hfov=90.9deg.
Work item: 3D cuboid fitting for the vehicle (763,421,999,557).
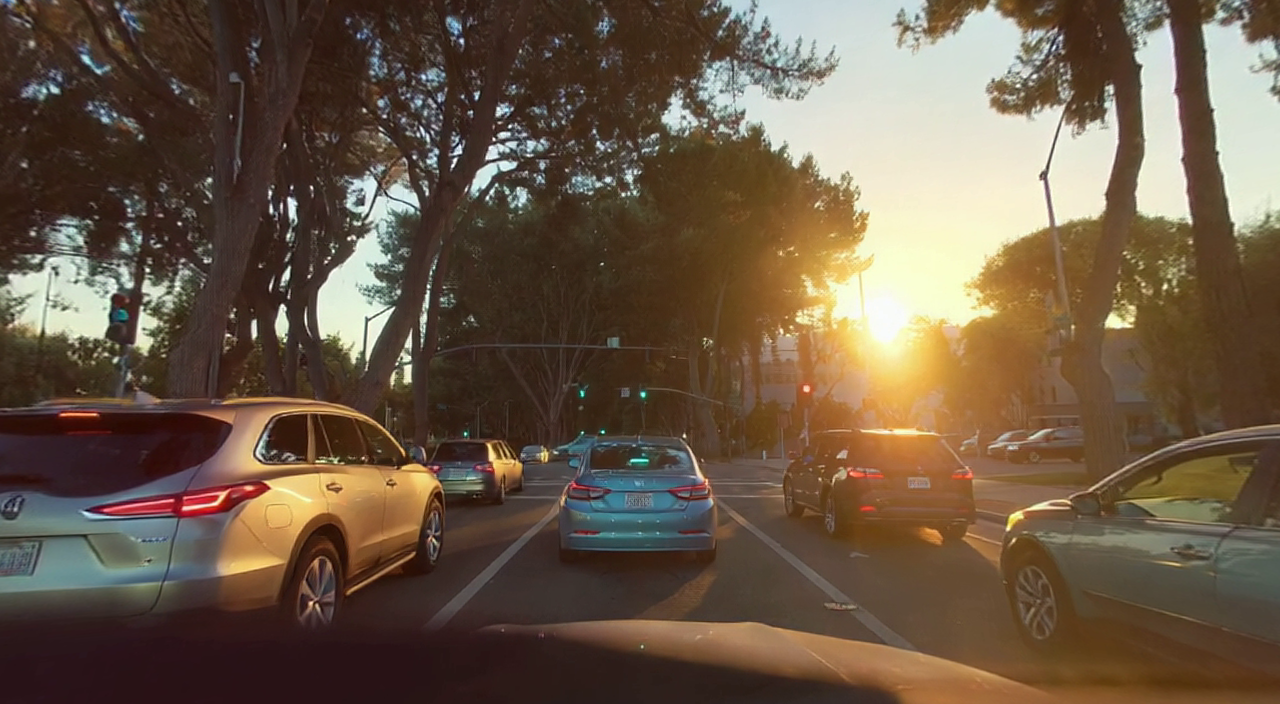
[{"bbox_3d":[3.410,2.023,10.031,2.040,1.647,4.379,0,-9,1],"label":"vehicle"}]

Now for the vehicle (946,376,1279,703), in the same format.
[{"bbox_3d":[3.318,0.963,2.835,1.899,1.588,3.888,0,-9,0],"label":"vehicle"}]

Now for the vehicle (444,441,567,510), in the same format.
[{"bbox_3d":[-3.059,2.905,15.318,1.975,1.420,4.196,-1,-8,1],"label":"vehicle"}]

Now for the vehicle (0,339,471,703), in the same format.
[{"bbox_3d":[-3.144,1.160,5.059,2.168,1.750,4.625,-1,-8,1],"label":"vehicle"}]

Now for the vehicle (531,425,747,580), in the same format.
[{"bbox_3d":[-0.035,1.799,8.328,2.147,1.507,3.953,0,-8,-1],"label":"vehicle"}]
